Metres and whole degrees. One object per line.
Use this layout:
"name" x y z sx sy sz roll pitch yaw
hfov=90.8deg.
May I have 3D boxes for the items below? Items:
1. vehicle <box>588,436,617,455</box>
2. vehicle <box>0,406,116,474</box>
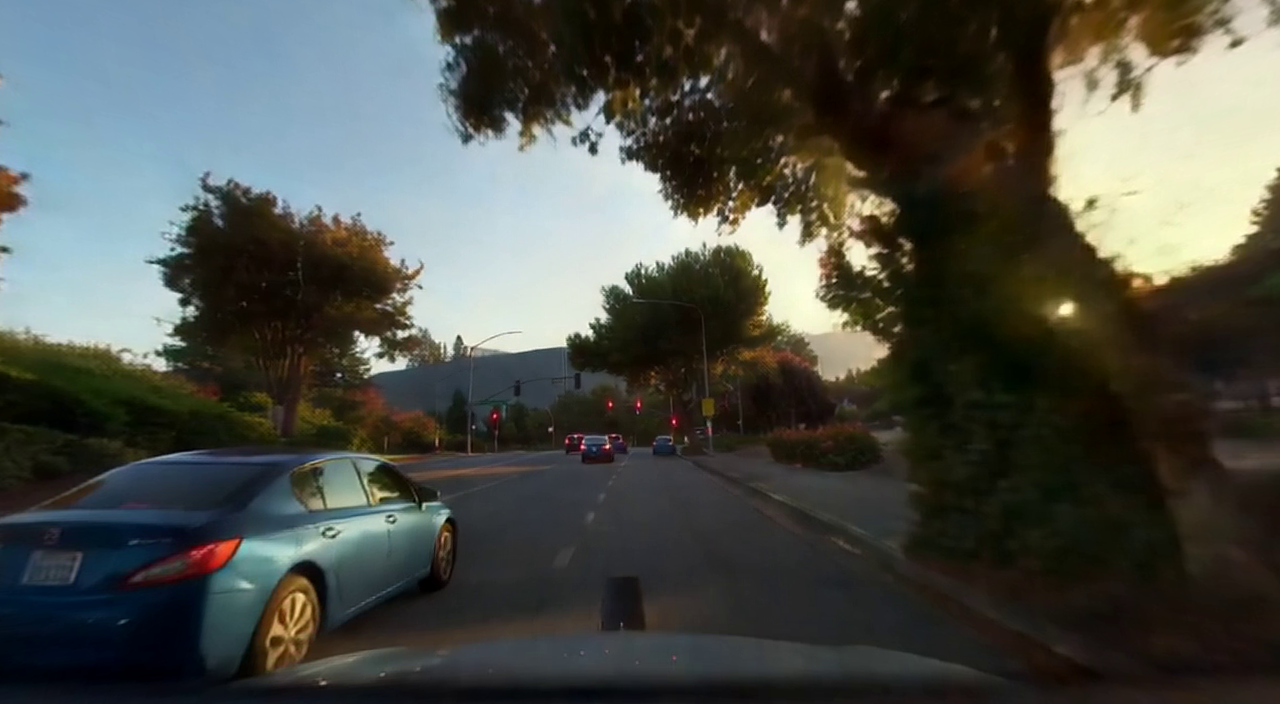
"vehicle" -2.923 7.395 49.901 1.979 1.492 3.930 0 -9 1
"vehicle" -33.490 4.842 35.074 9.036 3.379 2.893 -3 -8 25
